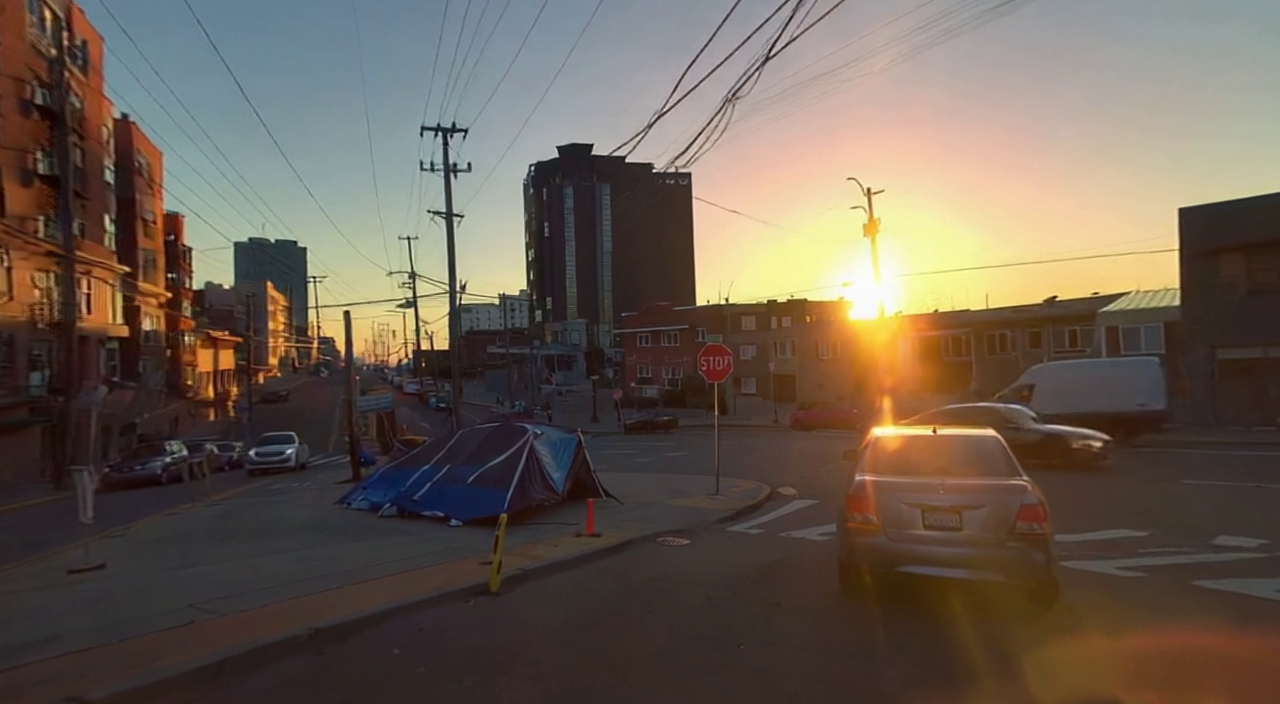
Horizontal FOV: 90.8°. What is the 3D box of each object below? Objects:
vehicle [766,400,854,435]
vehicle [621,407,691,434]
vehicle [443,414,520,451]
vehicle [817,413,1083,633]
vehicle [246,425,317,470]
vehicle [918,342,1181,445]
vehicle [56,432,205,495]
[{"bbox_3d":[9.214,3.617,34.472,1.805,1.694,4.214,7,-11,-43],"label":"vehicle"},{"bbox_3d":[0.897,4.236,38.820,1.790,1.468,4.422,7,-11,-40],"label":"vehicle"},{"bbox_3d":[-7.998,4.071,31.647,1.870,1.724,4.320,7,-11,-42],"label":"vehicle"},{"bbox_3d":[3.674,1.625,7.122,1.945,1.647,4.160,-6,-10,33],"label":"vehicle"},{"bbox_3d":[-15.189,4.079,27.008,1.987,1.686,3.971,1,-8,-20],"label":"vehicle"},{"bbox_3d":[14.056,1.713,22.213,7.172,3.075,2.584,-8,-11,43],"label":"vehicle"},{"bbox_3d":[-16.541,3.607,20.931,2.054,1.800,5.212,2,-9,-18],"label":"vehicle"}]
